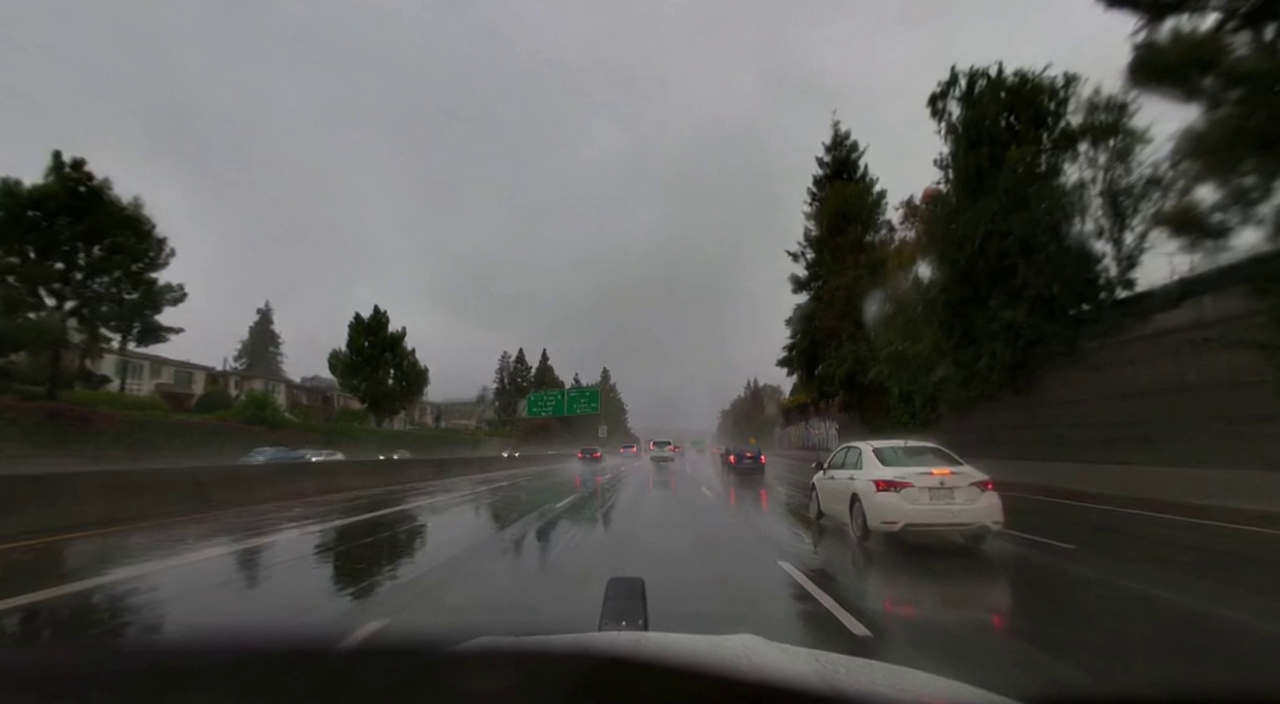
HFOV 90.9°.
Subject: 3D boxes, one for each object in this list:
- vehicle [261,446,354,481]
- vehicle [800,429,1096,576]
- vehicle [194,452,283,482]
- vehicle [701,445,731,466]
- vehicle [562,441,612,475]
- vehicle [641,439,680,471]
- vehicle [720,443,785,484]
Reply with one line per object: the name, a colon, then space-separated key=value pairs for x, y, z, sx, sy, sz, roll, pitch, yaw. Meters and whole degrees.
vehicle: x=-18.021 y=6.040 z=34.518 sx=2.086 sy=1.731 sz=5.031 roll=-1 pitch=-8 yaw=3
vehicle: x=3.765 y=1.885 z=8.772 sx=1.912 sy=1.509 sz=4.291 roll=0 pitch=-8 yaw=0
vehicle: x=-21.992 y=6.308 z=34.747 sx=1.856 sy=1.467 sz=4.336 roll=-1 pitch=-8 yaw=3
vehicle: x=5.726 y=7.795 z=47.667 sx=2.078 sy=1.456 sz=3.926 roll=-1 pitch=-8 yaw=5
vehicle: x=-2.836 y=5.821 z=34.929 sx=2.070 sy=1.740 sz=4.678 roll=-1 pitch=-8 yaw=4
vehicle: x=1.250 y=6.147 z=37.897 sx=2.183 sy=1.764 sz=4.134 roll=-1 pitch=-8 yaw=3
vehicle: x=4.325 y=4.331 z=24.833 sx=1.854 sy=1.438 sz=3.954 roll=0 pitch=-8 yaw=0
